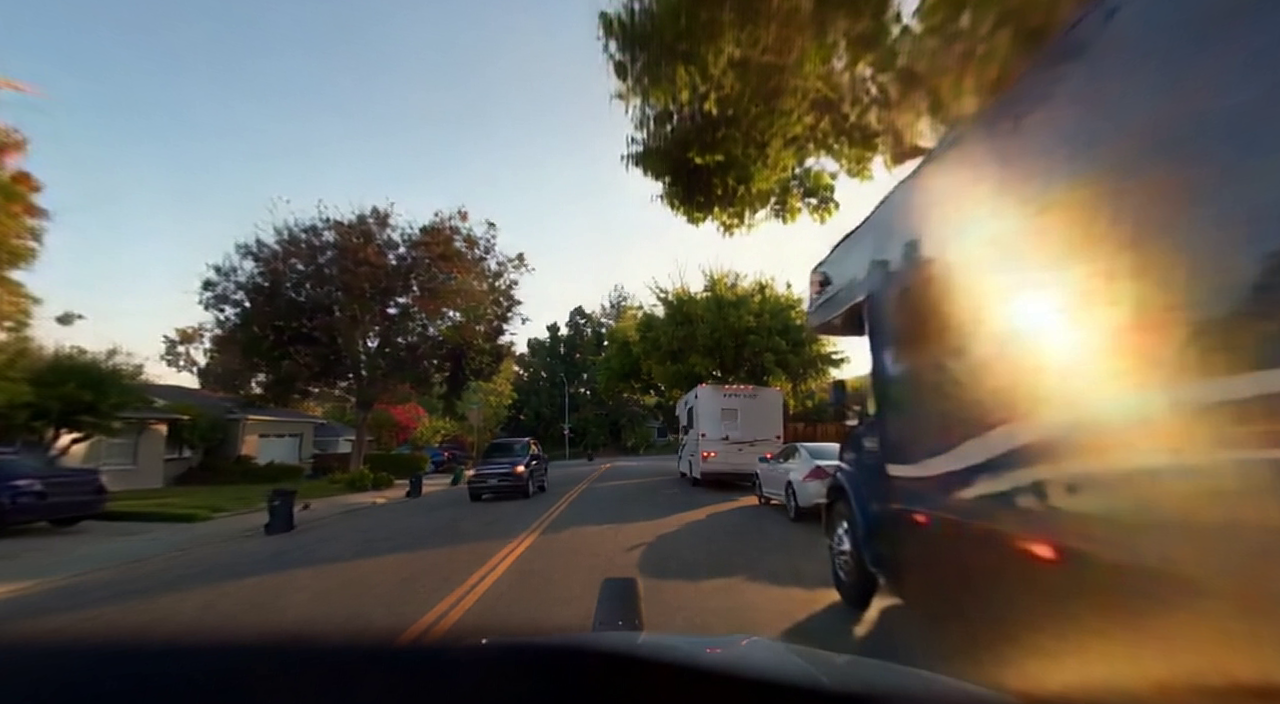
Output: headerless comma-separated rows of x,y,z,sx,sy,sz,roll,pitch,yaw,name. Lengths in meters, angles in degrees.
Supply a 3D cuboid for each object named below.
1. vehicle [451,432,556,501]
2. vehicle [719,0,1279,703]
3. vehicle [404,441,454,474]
-3.821,3.294,18.526,2.194,1.763,4.288,0,-8,-1,vehicle
2.955,0.304,4.246,3.052,3.440,11.052,0,-8,-2,vehicle
-13.128,6.580,39.508,2.111,1.856,4.803,0,-9,-8,vehicle
